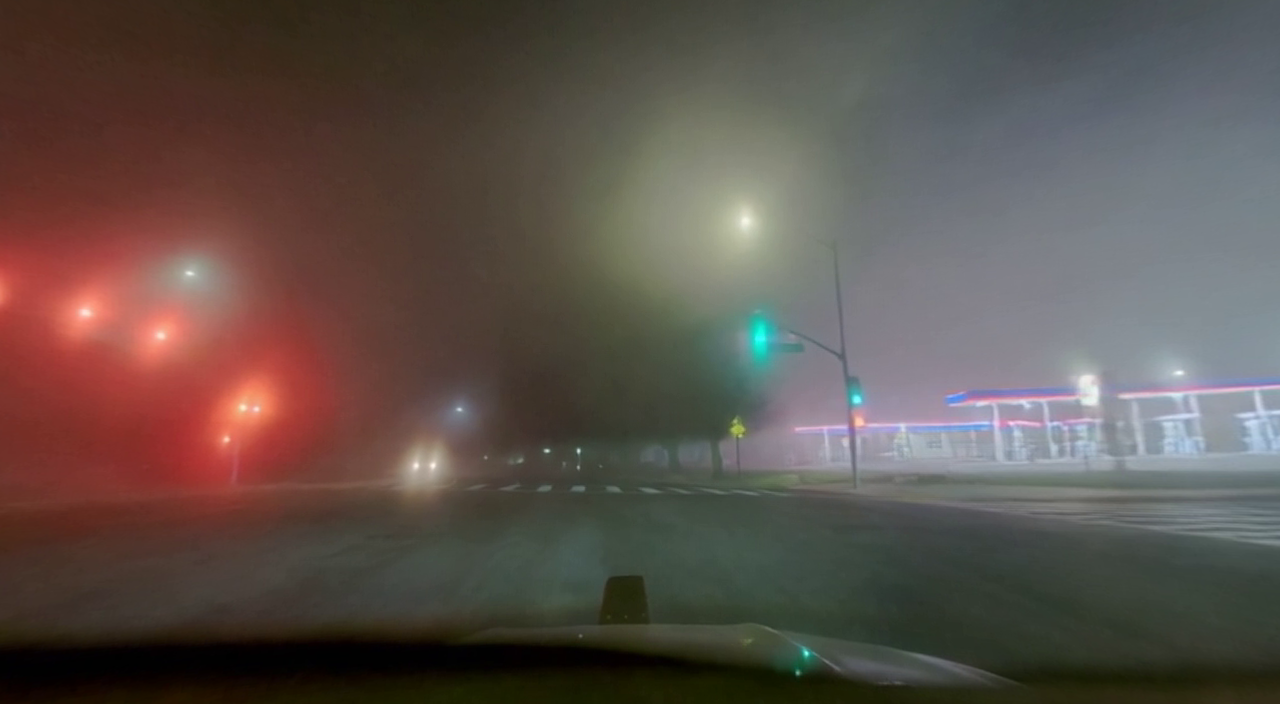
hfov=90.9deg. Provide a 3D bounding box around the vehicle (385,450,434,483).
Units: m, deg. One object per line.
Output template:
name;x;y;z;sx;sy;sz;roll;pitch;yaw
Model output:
vehicle;-12.516;6.204;34.449;2.048;1.670;4.450;2;-9;-14
